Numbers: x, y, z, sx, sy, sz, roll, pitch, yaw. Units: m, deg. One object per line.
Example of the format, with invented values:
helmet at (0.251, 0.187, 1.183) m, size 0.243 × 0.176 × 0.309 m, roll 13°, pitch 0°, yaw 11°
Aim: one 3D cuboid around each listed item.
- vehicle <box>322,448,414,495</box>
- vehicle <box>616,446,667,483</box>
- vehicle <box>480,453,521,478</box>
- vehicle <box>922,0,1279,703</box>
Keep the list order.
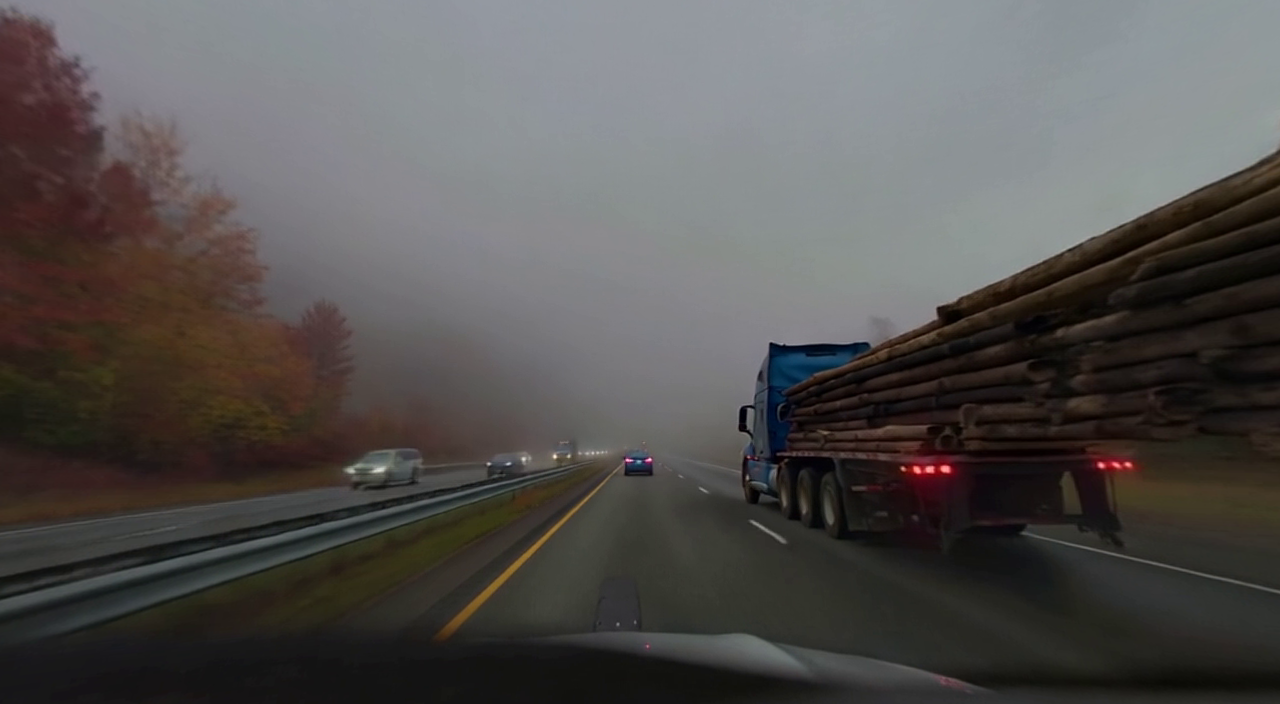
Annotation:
vehicle at (-12.835, 5.639, 30.009) m, size 2.200 × 2.009 × 4.778 m, roll -1°, pitch -9°, yaw 0°
vehicle at (0.058, 5.000, 28.196) m, size 2.099 × 1.506 × 4.097 m, roll 0°, pitch -9°, yaw 0°
vehicle at (-9.371, 7.653, 42.413) m, size 1.873 × 1.549 × 4.104 m, roll -1°, pitch -9°, yaw 0°
vehicle at (4.076, -0.402, 1.100) m, size 3.004 × 3.923 × 8.363 m, roll 0°, pitch -9°, yaw -1°
